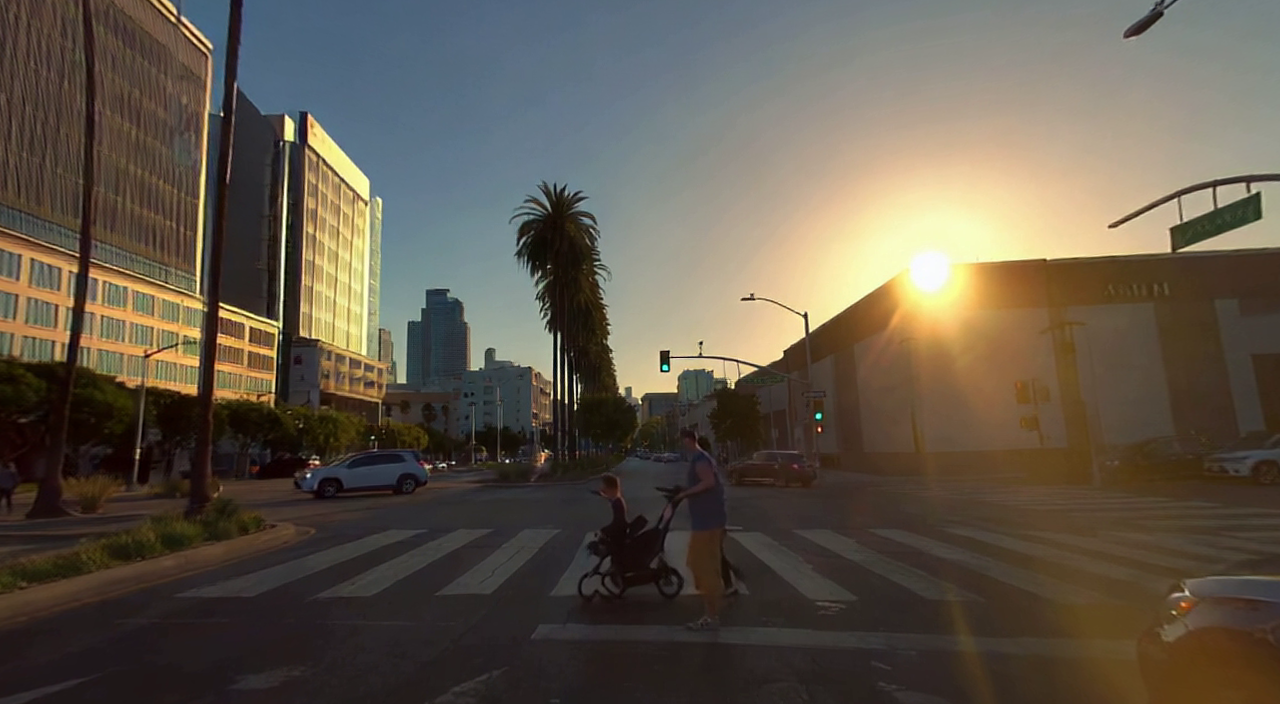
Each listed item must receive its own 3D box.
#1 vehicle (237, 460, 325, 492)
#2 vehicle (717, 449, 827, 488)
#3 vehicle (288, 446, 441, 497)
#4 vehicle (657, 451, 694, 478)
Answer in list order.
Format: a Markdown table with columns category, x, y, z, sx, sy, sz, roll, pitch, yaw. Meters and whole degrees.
| category | x | y | z | sx | sy | sz | roll | pitch | yaw |
| --- | --- | --- | --- | --- | --- | --- | --- | --- | --- |
| vehicle | -19.954 | 6.864 | 35.397 | 2.069 | 1.540 | 4.774 | 0 | -8 | 0 |
| vehicle | 5.762 | 5.066 | 27.864 | 4.273 | 1.525 | 2.000 | -8 | -12 | 43 |
| vehicle | -9.200 | 4.005 | 21.535 | 4.499 | 1.594 | 1.898 | 2 | -9 | -15 |
| vehicle | 2.530 | 8.252 | 46.663 | 2.325 | 1.810 | 4.827 | 0 | -8 | -2 |
